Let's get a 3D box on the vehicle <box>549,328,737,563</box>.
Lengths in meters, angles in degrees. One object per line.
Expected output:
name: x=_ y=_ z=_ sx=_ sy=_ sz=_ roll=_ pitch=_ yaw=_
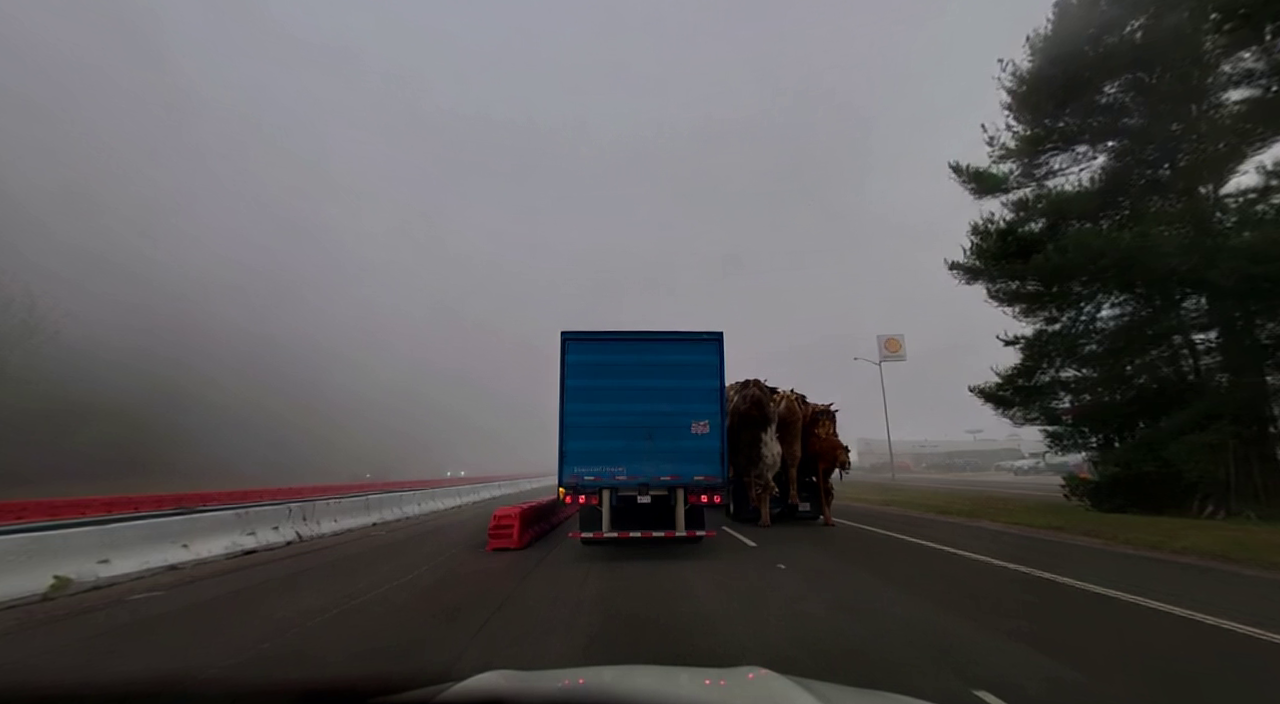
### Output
vehicle: x=0.008 y=2.073 z=13.323 sx=2.618 sy=3.306 sz=8.676 roll=1 pitch=-10 yaw=-1

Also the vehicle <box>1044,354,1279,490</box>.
vehicle: x=20.827 y=2.911 z=23.326 sx=2.771 sy=4.075 sz=13.513 roll=1 pitch=-10 yaw=0

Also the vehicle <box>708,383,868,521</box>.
vehicle: x=4.466 y=3.515 z=21.676 sx=2.936 sy=3.640 sz=9.443 roll=1 pitch=-10 yaw=-2

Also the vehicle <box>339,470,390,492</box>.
vehicle: x=-20.947 y=9.838 z=48.160 sx=1.890 sy=1.520 sz=4.342 roll=1 pitch=-10 yaw=0
